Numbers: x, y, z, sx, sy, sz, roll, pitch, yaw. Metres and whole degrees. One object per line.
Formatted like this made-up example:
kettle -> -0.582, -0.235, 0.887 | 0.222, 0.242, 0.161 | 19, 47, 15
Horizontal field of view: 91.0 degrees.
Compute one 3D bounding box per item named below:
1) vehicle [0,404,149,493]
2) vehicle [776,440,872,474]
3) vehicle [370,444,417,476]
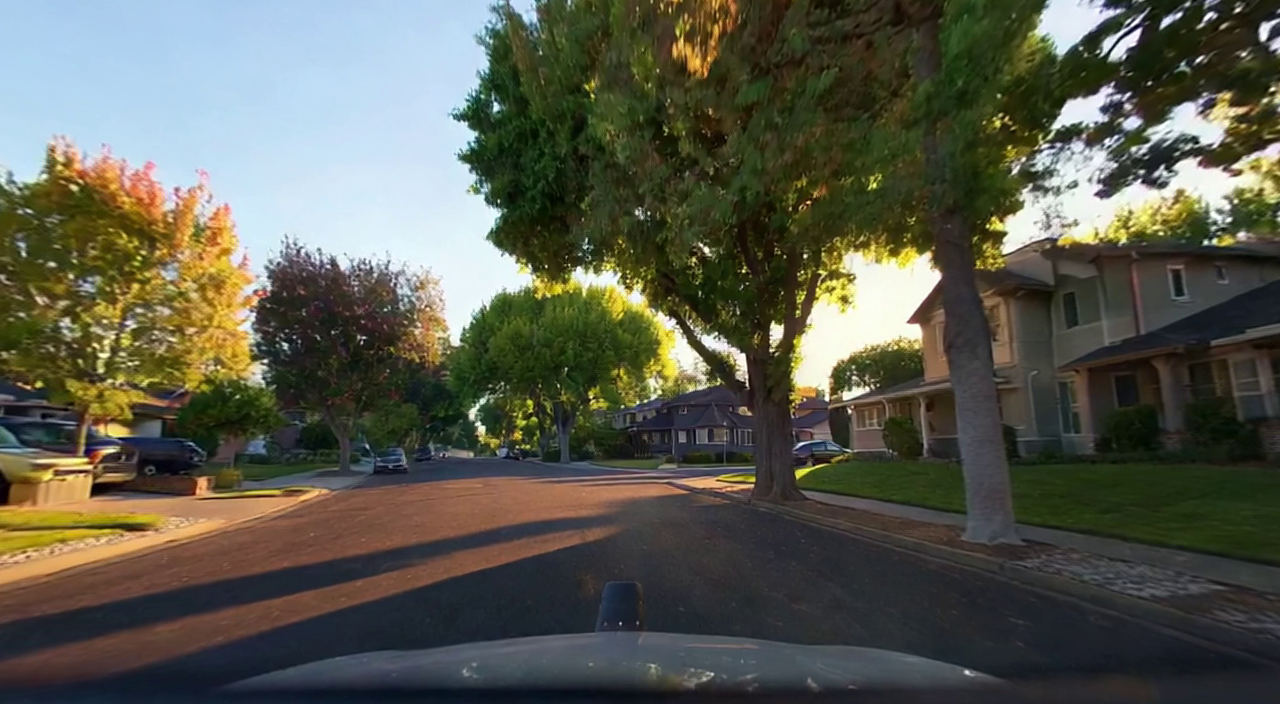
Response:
vehicle -> -16.473, 2.423, 15.798 | 5.907, 2.064, 2.507 | 1, -9, -9
vehicle -> 10.519, 5.948, 36.020 | 4.933, 1.817, 2.014 | 3, -8, -18
vehicle -> -13.394, 5.895, 34.426 | 1.938, 1.499, 4.290 | -1, -9, -15
